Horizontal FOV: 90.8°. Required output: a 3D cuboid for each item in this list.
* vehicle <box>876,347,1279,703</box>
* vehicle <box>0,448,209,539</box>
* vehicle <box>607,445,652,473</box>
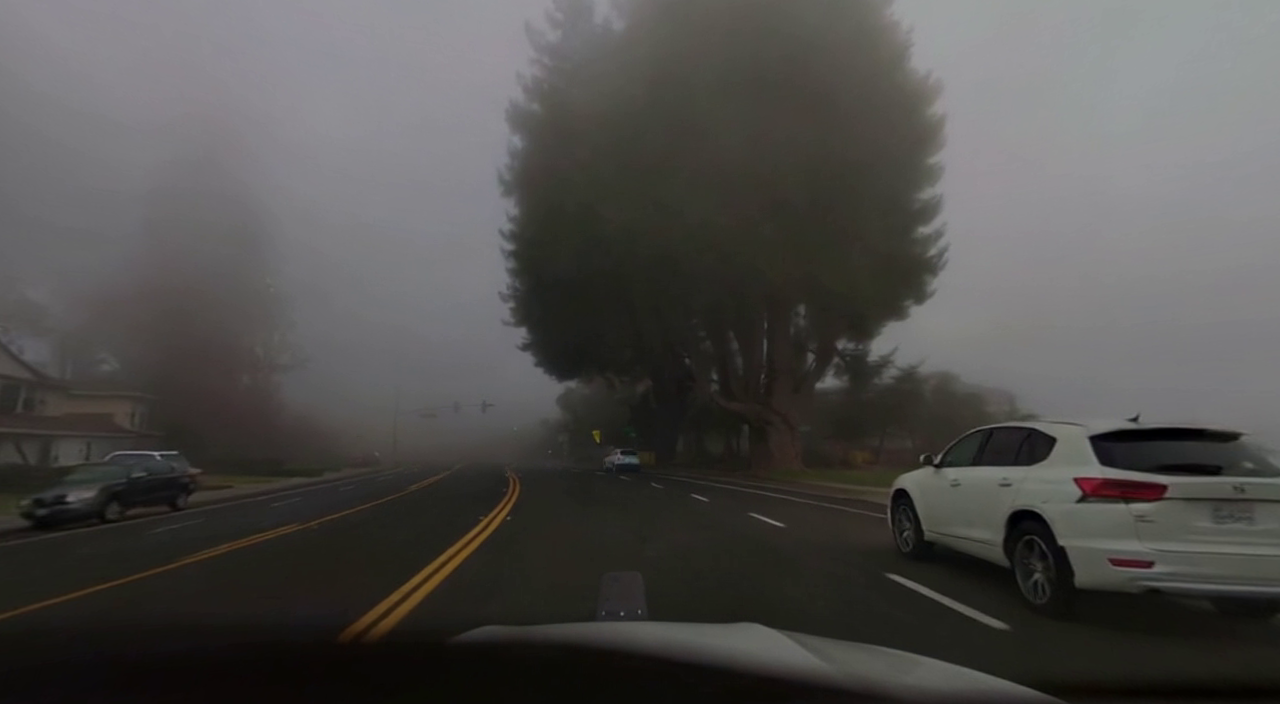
[{"bbox_3d":[3.954,1.187,4.900,2.081,1.828,5.138,0,-8,-2],"label":"vehicle"},{"bbox_3d":[-13.610,3.450,16.258,1.993,1.801,5.201,-2,-8,-8],"label":"vehicle"},{"bbox_3d":[-0.726,6.553,39.103,1.951,1.620,4.582,2,-9,-12],"label":"vehicle"}]
